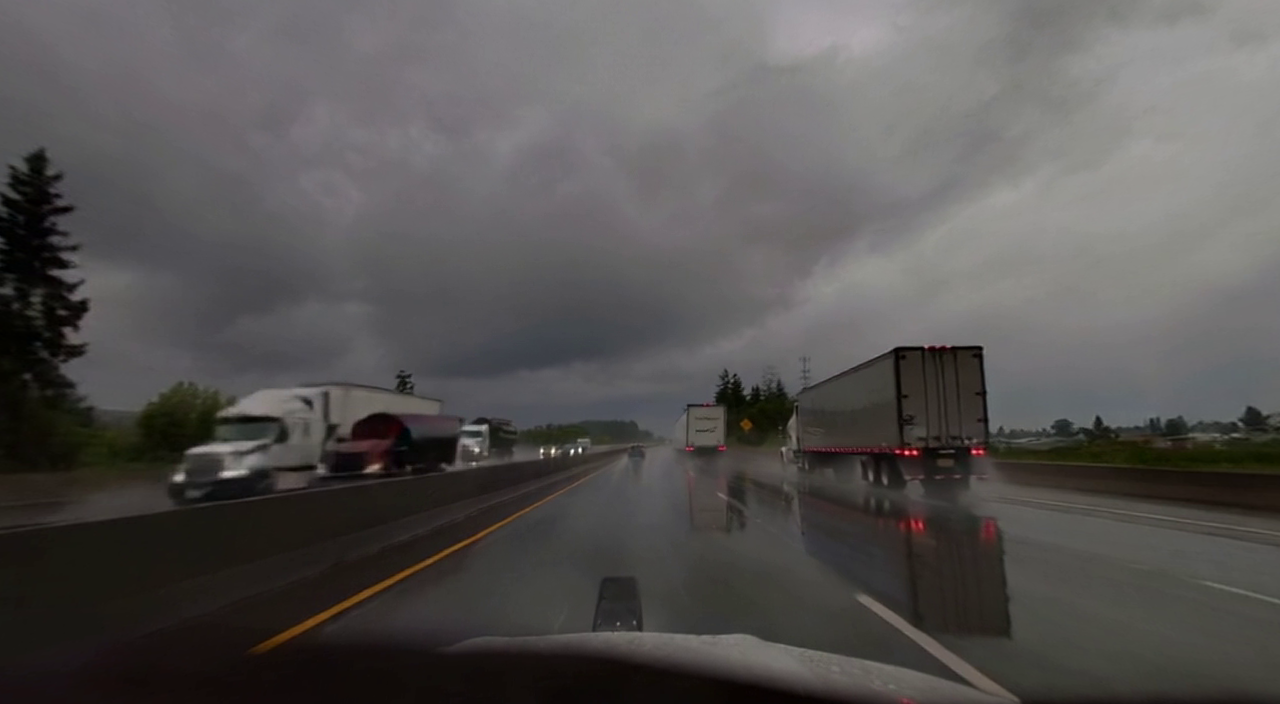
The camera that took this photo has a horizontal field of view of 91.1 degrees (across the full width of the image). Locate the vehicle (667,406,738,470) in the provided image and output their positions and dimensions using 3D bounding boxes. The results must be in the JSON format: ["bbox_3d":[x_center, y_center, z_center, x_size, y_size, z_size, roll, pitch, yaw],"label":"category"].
[{"bbox_3d":[3.993,5.955,43.811,3.288,3.717,13.646,0,-7,-1],"label":"vehicle"}]

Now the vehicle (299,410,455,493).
[{"bbox_3d":[-9.126,3.523,22.861,2.506,2.525,7.037,0,-8,1],"label":"vehicle"}]

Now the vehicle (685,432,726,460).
[{"bbox_3d":[4.090,5.940,39.924,2.120,1.651,4.639,0,-8,0],"label":"vehicle"}]

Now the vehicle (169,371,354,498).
[{"bbox_3d":[-13.492,3.039,23.195,2.984,4.048,5.886,0,-8,1],"label":"vehicle"}]

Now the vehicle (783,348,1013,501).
[{"bbox_3d":[8.401,2.804,23.622,2.843,4.053,13.777,0,-8,0],"label":"vehicle"}]
